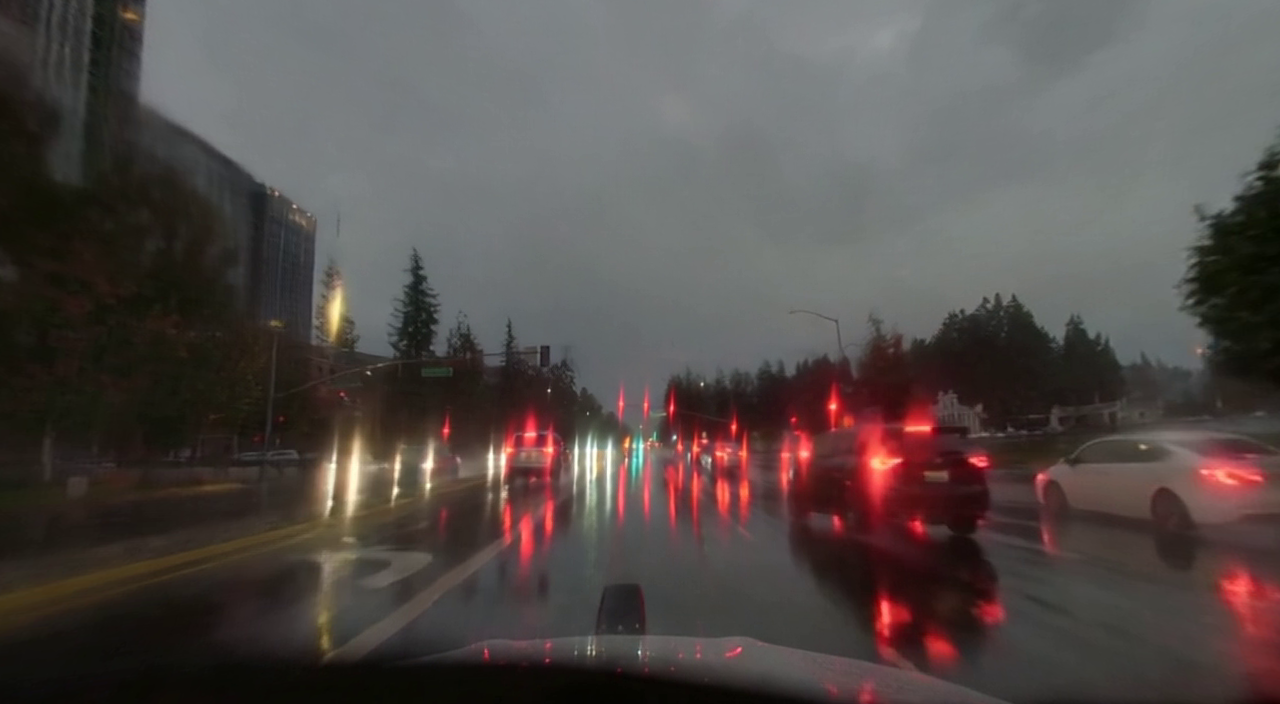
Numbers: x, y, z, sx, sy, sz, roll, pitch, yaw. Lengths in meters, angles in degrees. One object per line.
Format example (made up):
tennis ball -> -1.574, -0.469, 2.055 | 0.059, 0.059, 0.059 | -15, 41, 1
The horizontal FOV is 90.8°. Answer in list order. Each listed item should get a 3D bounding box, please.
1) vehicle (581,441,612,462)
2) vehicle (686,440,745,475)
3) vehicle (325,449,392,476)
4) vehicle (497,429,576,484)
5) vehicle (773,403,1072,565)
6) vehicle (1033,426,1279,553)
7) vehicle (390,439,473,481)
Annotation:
vehicle -> -3.173, 7.413, 47.272 | 2.032, 1.442, 4.336 | 0, -8, 0
vehicle -> 3.394, 4.873, 29.434 | 2.054, 1.473, 4.511 | 0, -8, -2
vehicle -> -17.566, 6.906, 39.631 | 2.067, 1.512, 4.533 | -1, -8, 1
vehicle -> -3.644, 3.777, 23.050 | 2.155, 1.797, 3.989 | -1, -8, 1
vehicle -> 3.614, 1.795, 9.359 | 2.152, 1.742, 4.704 | 0, -8, -1
vehicle -> 8.668, 1.989, 9.939 | 1.944, 1.503, 4.723 | -1, -8, 0
vehicle -> -8.925, 4.646, 27.501 | 2.036, 1.655, 4.529 | -1, -8, 0
